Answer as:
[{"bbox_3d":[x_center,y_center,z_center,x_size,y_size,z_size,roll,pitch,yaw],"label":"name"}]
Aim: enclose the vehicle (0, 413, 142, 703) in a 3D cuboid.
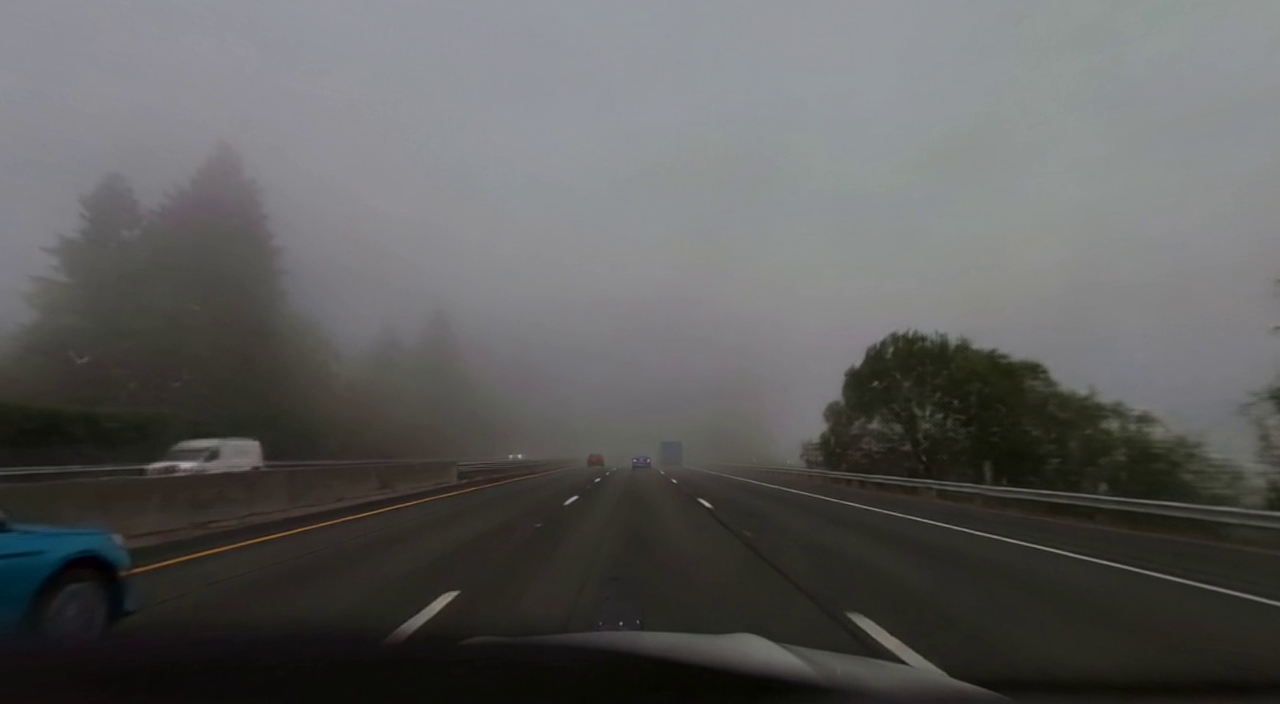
[{"bbox_3d":[-4.185,0.913,2.056,1.927,1.530,3.874,0,-9,0],"label":"vehicle"}]
